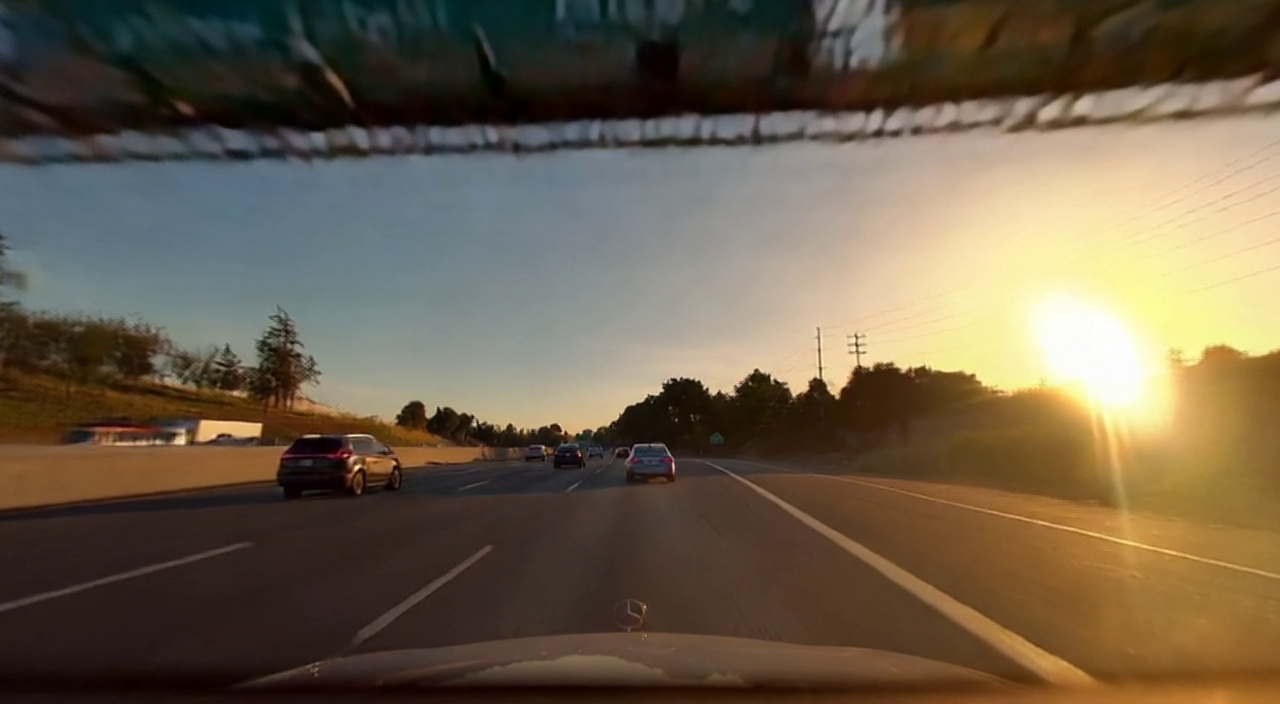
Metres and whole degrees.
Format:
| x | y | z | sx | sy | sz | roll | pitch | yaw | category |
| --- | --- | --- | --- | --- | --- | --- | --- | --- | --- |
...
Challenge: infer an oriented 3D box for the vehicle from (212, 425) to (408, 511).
| x | y | z | sx | sy | sz | roll | pitch | yaw | category |
| --- | --- | --- | --- | --- | --- | --- | --- | --- | --- |
| -7.863 | 2.801 | 15.775 | 2.206 | 1.788 | 4.914 | 0 | -8 | 0 | vehicle |

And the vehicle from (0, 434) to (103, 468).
| x | y | z | sx | sy | sz | roll | pitch | yaw | category |
| --- | --- | --- | --- | --- | --- | --- | --- | --- | --- |
| -34.872 | 5.761 | 36.764 | 2.206 | 1.814 | 5.816 | 0 | -8 | -3 | vehicle |

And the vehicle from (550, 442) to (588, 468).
| x | y | z | sx | sy | sz | roll | pitch | yaw | category |
| --- | --- | --- | --- | --- | --- | --- | --- | --- | --- |
| -4.973 | 7.279 | 44.798 | 2.289 | 1.777 | 4.534 | 0 | -8 | -2 | vehicle |

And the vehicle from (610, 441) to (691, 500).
| x | y | z | sx | sy | sz | roll | pitch | yaw | category |
| --- | --- | --- | --- | --- | --- | --- | --- | --- | --- |
| 0.212 | 3.360 | 18.314 | 2.082 | 1.482 | 4.126 | 0 | -8 | -2 | vehicle |
